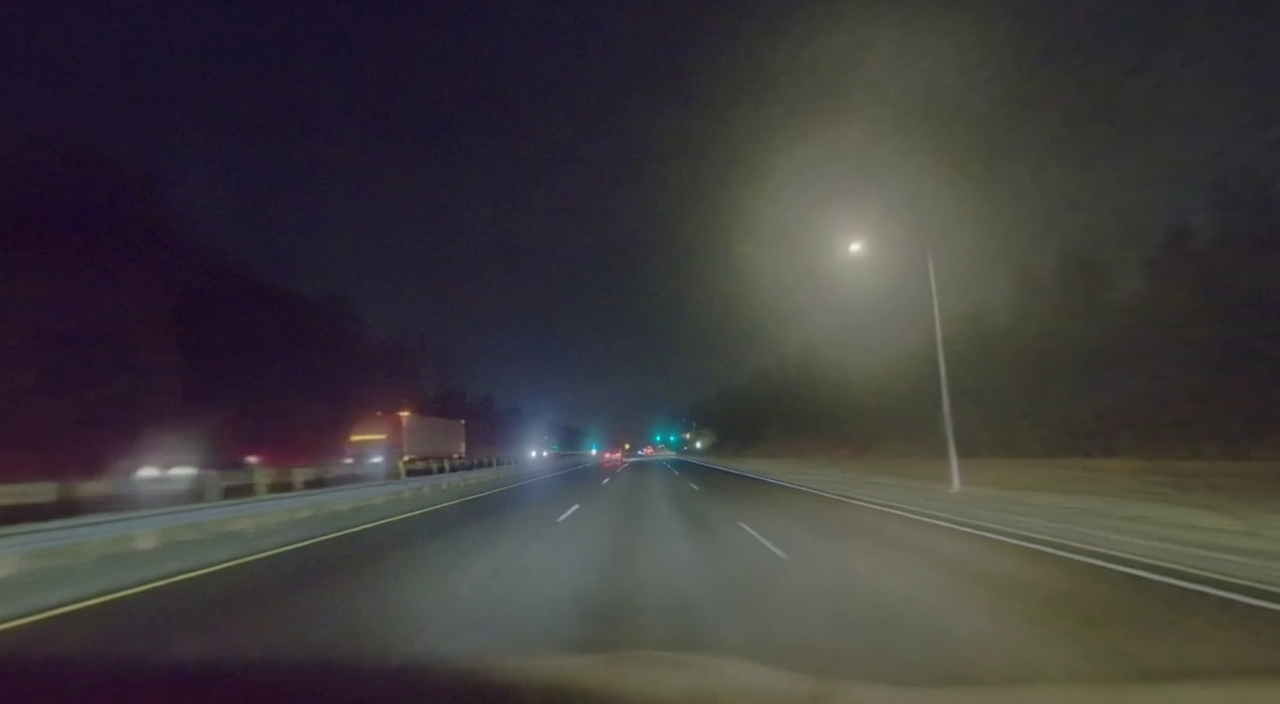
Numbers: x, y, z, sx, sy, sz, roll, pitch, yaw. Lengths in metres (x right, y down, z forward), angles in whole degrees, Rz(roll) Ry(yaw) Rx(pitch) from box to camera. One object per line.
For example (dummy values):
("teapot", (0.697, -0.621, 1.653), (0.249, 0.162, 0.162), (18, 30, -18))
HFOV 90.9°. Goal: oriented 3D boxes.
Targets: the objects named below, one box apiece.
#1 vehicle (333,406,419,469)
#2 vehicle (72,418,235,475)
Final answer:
("vehicle", (-17.667, 5.851, 42.698), (2.962, 3.939, 6.060), (0, -9, 2))
("vehicle", (-14.789, 2.935, 19.505), (1.753, 1.556, 4.053), (0, -9, 1))
